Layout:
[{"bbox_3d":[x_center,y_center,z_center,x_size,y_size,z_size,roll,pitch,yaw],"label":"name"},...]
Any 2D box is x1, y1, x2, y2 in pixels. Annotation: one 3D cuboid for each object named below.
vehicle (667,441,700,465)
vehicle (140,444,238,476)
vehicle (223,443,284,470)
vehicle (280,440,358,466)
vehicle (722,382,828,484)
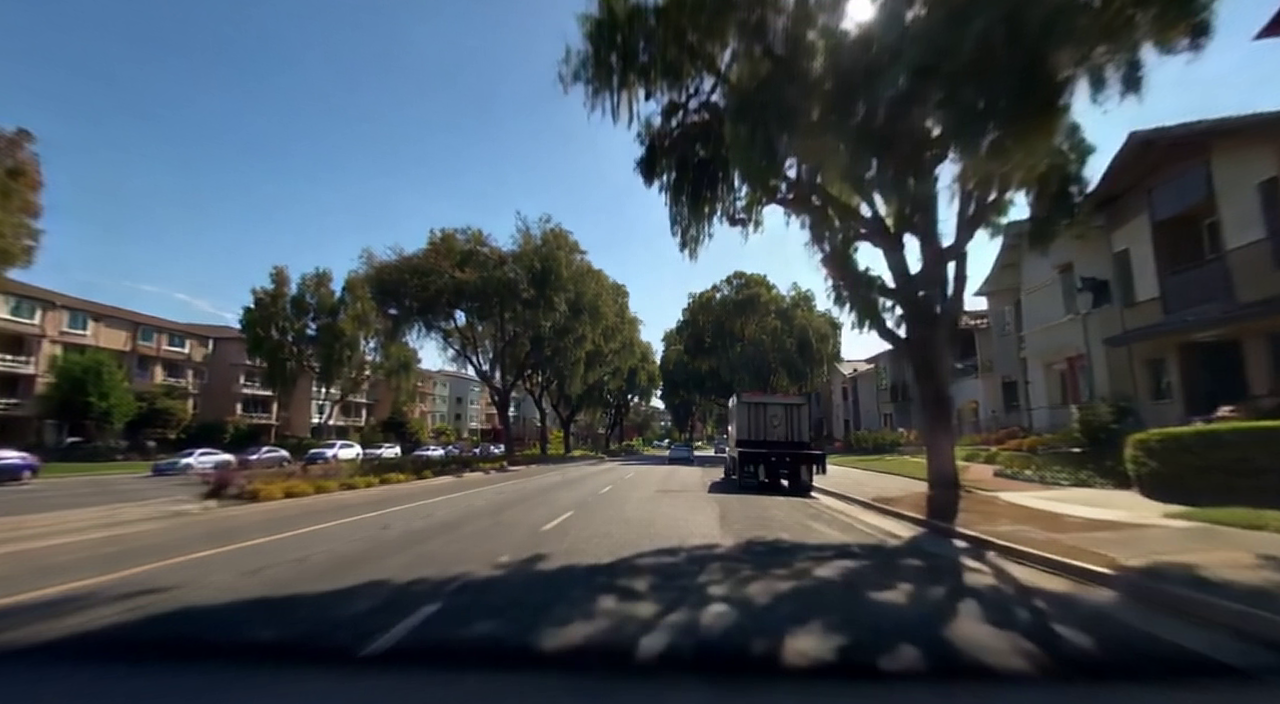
[{"bbox_3d":[2.690,6.103,38.177,1.871,1.370,4.206,-1,-8,6],"label":"vehicle"},{"bbox_3d":[-23.724,5.666,33.373,2.015,1.446,4.316,-2,-8,1],"label":"vehicle"},{"bbox_3d":[-23.460,6.350,38.332,1.659,1.570,2.845,-1,-8,6],"label":"vehicle"},{"bbox_3d":[-22.696,7.161,44.852,2.242,1.693,5.560,-2,-9,6],"label":"vehicle"},{"bbox_3d":[4.929,3.251,24.790,2.945,3.277,8.473,-1,-8,5],"label":"vehicle"}]
